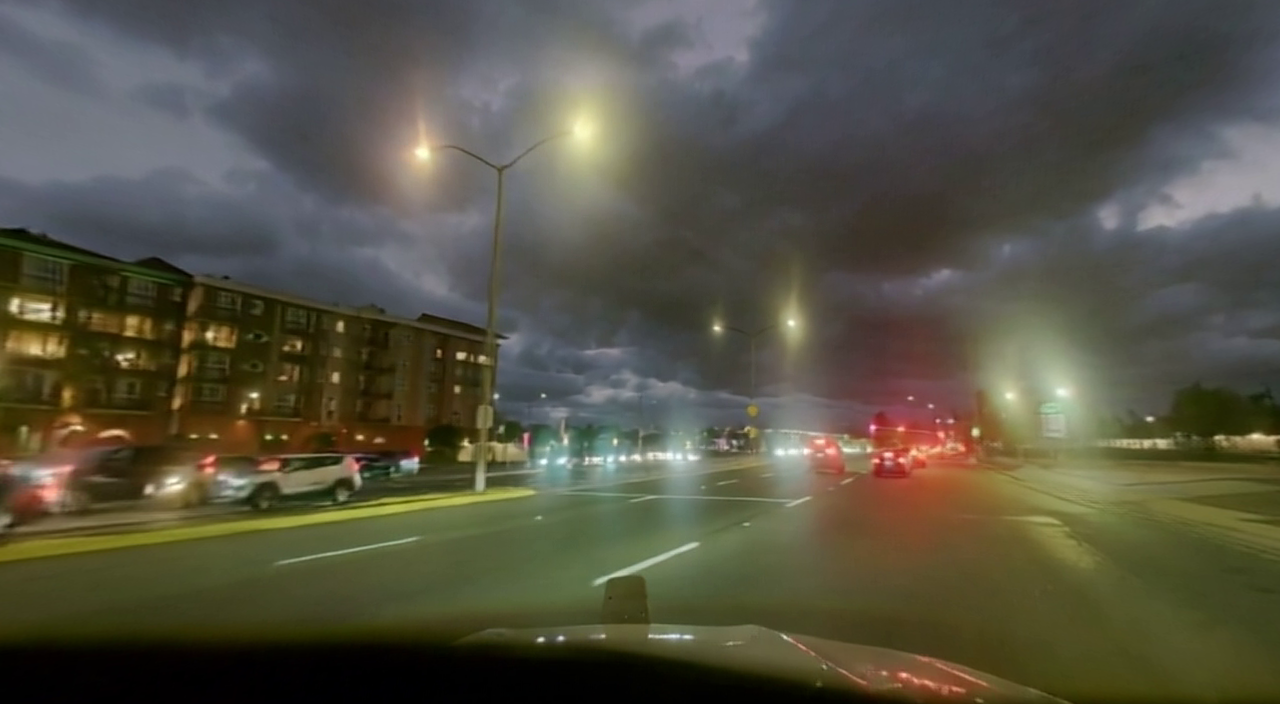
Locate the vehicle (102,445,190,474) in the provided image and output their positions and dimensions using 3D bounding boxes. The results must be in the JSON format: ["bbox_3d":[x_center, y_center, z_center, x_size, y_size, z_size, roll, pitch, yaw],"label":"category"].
[{"bbox_3d":[-26.535,5.722,33.811,4.108,1.494,2.133,-5,-9,28],"label":"vehicle"}]

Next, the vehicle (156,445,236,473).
[{"bbox_3d":[-25.422,6.081,36.068,3.990,1.502,2.113,-5,-10,29],"label":"vehicle"}]

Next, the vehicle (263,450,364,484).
[{"bbox_3d":[-17.558,6.168,34.165,1.875,1.600,4.604,-4,-9,23],"label":"vehicle"}]

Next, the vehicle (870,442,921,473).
[{"bbox_3d":[12.897,5.242,31.625,2.041,1.444,4.710,-4,-9,24],"label":"vehicle"}]

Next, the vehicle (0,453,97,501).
[{"bbox_3d":[-22.540,4.434,22.517,1.884,1.575,4.215,-4,-9,23],"label":"vehicle"}]

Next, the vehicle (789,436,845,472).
[{"bbox_3d":[9.086,5.171,32.166,2.031,1.692,4.284,-4,-9,24],"label":"vehicle"}]

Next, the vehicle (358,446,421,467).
[{"bbox_3d":[-19.123,7.936,48.106,4.431,1.510,1.947,-4,-9,28],"label":"vehicle"}]

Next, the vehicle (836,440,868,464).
[{"bbox_3d":[15.850,7.405,47.011,1.857,1.697,4.011,-4,-9,23],"label":"vehicle"}]
